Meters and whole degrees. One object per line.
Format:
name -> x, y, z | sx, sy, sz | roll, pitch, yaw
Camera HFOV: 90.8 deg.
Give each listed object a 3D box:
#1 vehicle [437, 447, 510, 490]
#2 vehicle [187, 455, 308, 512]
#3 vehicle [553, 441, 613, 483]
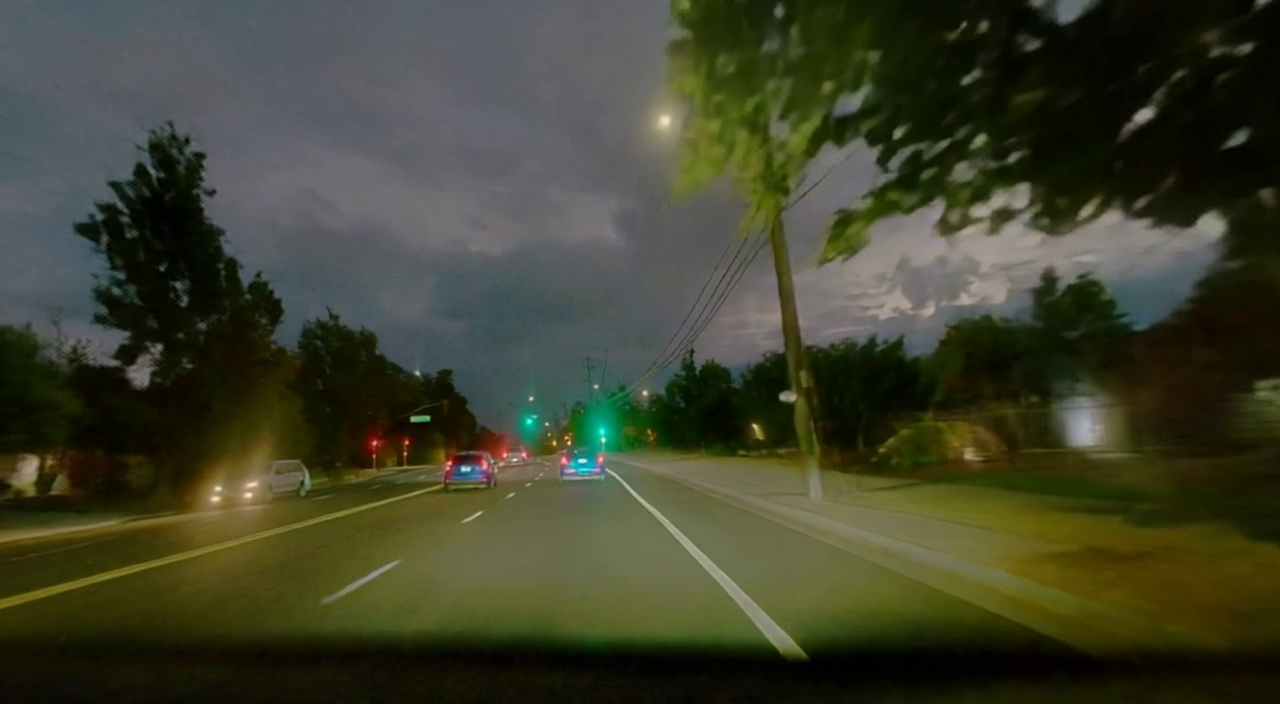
vehicle -> -6.196, 4.350, 23.960 | 1.913, 1.425, 4.235 | 0, -9, -4
vehicle -> -16.911, 5.638, 27.675 | 2.094, 2.000, 5.603 | 1, -7, -5
vehicle -> -2.314, 4.374, 25.393 | 2.168, 1.504, 4.284 | 0, -9, -6
